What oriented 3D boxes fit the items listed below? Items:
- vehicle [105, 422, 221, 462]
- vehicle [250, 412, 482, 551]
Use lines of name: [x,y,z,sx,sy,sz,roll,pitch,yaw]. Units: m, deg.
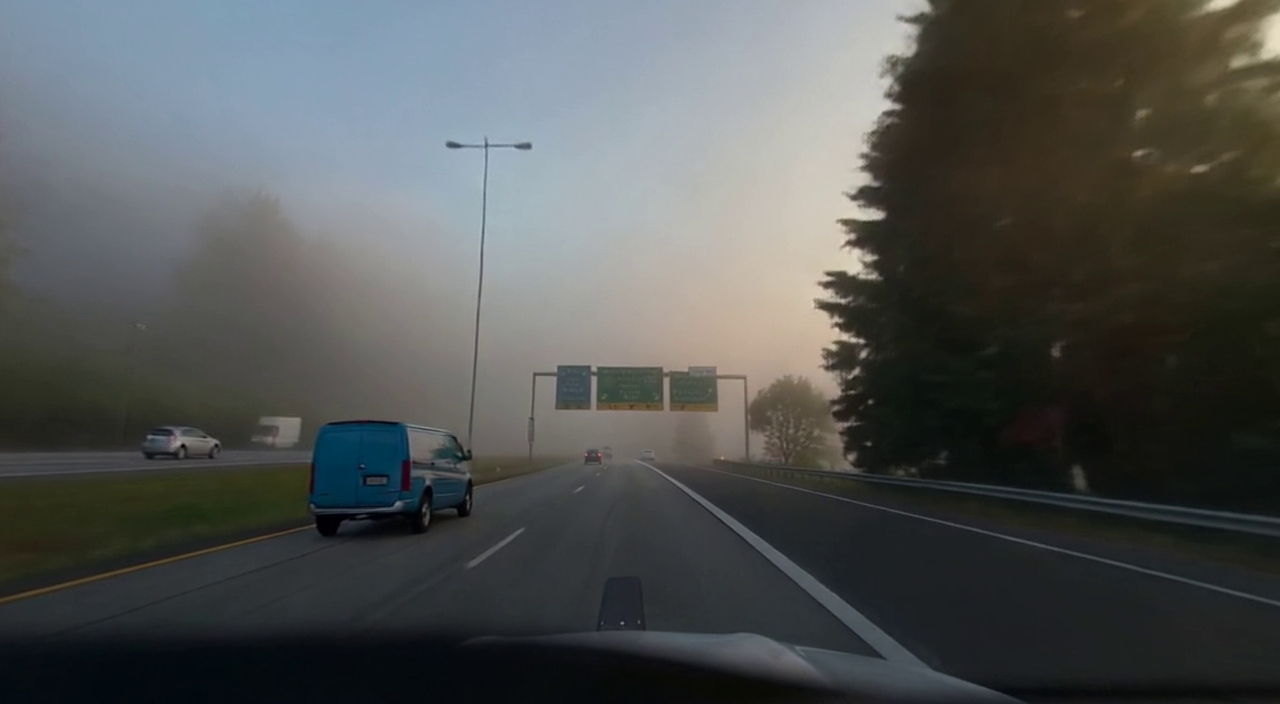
vehicle: [-19.210,3.693,25.599,1.879,1.492,3.607,0,-9,0]
vehicle: [-4.116,2.026,10.449,1.971,1.795,4.389,0,-9,-2]
